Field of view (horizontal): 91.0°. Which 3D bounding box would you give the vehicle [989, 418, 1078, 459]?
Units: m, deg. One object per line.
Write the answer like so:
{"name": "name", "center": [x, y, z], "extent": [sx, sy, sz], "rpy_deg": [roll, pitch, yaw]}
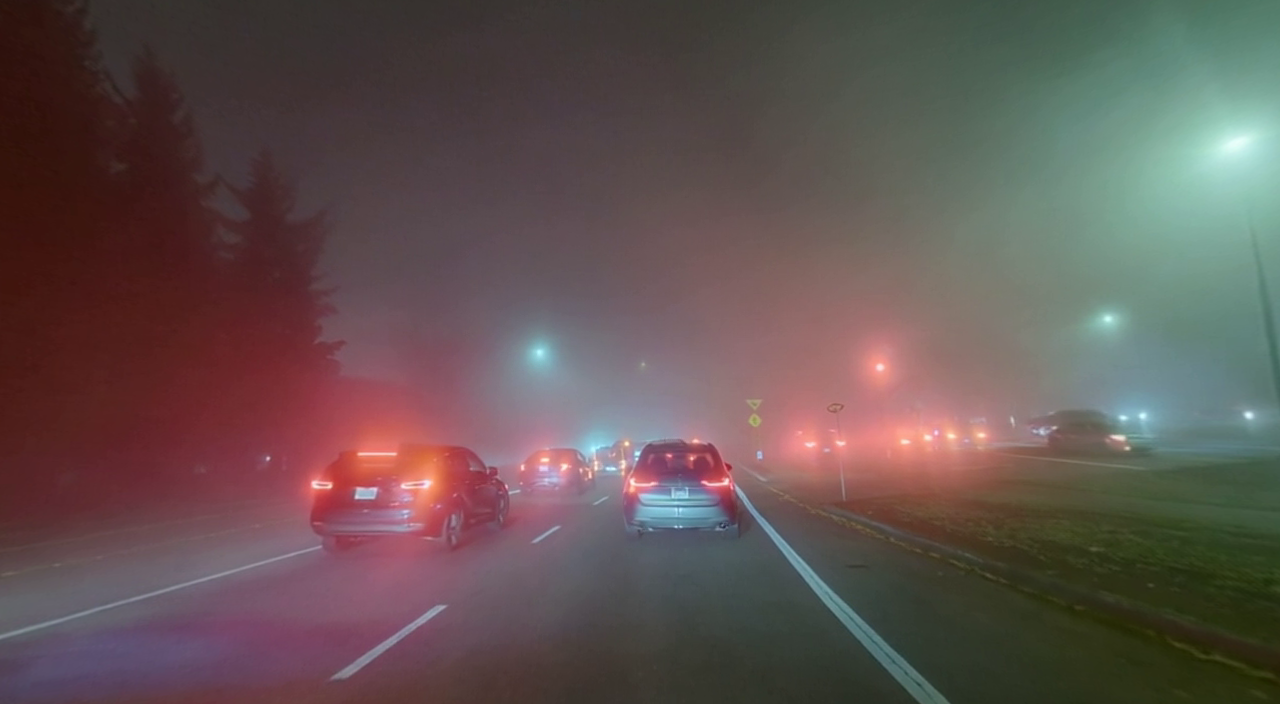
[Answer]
{"name": "vehicle", "center": [18.149, 4.003, 29.254], "extent": [1.803, 1.518, 3.893], "rpy_deg": [-9, -9, 6]}

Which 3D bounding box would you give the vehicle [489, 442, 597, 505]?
{"name": "vehicle", "center": [-2.480, 3.232, 17.207], "extent": [1.870, 1.490, 4.187], "rpy_deg": [-1, -9, 6]}

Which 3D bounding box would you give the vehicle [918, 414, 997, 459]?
{"name": "vehicle", "center": [14.934, 4.056, 29.946], "extent": [2.288, 1.933, 4.612], "rpy_deg": [-2, -9, 14]}

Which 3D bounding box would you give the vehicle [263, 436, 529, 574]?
{"name": "vehicle", "center": [-3.132, 2.034, 9.227], "extent": [1.940, 1.502, 4.241], "rpy_deg": [-1, -9, 4]}

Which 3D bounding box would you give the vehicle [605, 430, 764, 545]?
{"name": "vehicle", "center": [0.678, 2.149, 10.644], "extent": [2.142, 1.528, 4.133], "rpy_deg": [0, -9, 2]}
